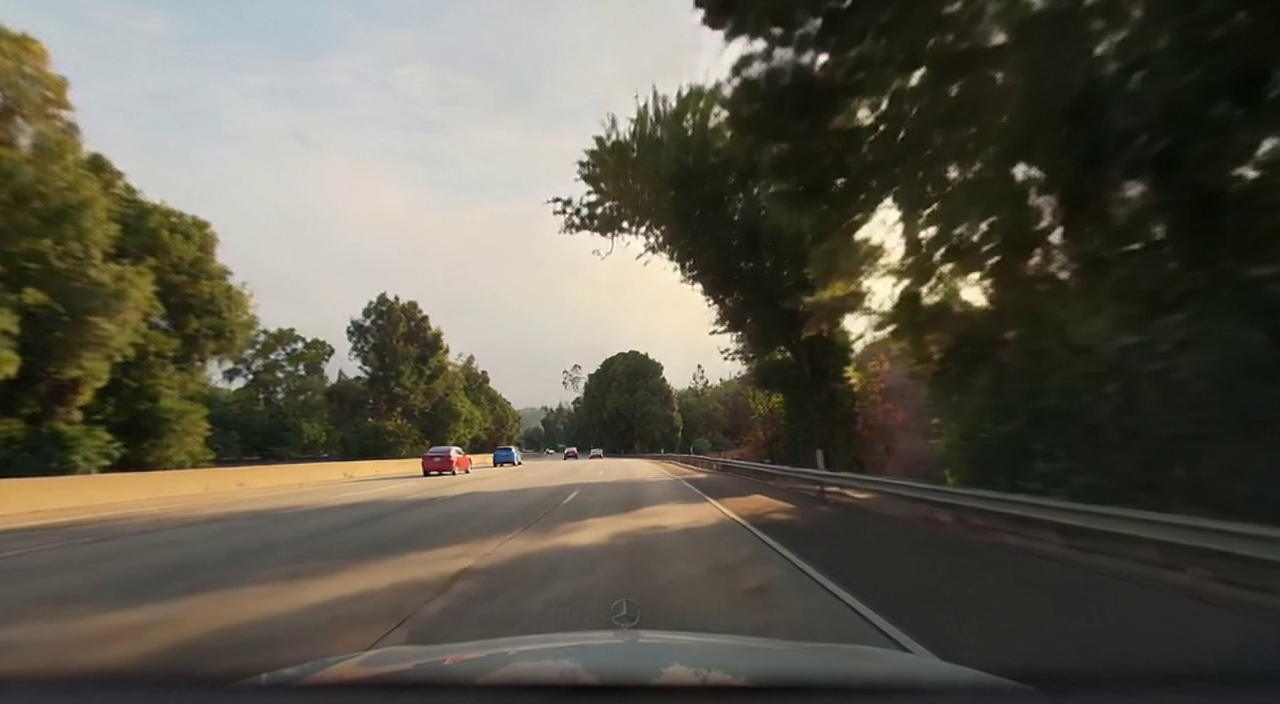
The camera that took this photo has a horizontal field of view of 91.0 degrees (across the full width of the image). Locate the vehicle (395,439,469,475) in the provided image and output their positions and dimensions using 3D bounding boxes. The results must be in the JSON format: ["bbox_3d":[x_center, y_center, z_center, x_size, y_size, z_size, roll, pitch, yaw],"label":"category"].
[{"bbox_3d":[-11.860,6.034,36.430,2.425,1.926,5.584,0,-9,-1],"label":"vehicle"}]

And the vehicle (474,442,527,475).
[{"bbox_3d":[-7.689,5.921,35.146,2.060,1.680,4.255,0,-9,-1],"label":"vehicle"}]
